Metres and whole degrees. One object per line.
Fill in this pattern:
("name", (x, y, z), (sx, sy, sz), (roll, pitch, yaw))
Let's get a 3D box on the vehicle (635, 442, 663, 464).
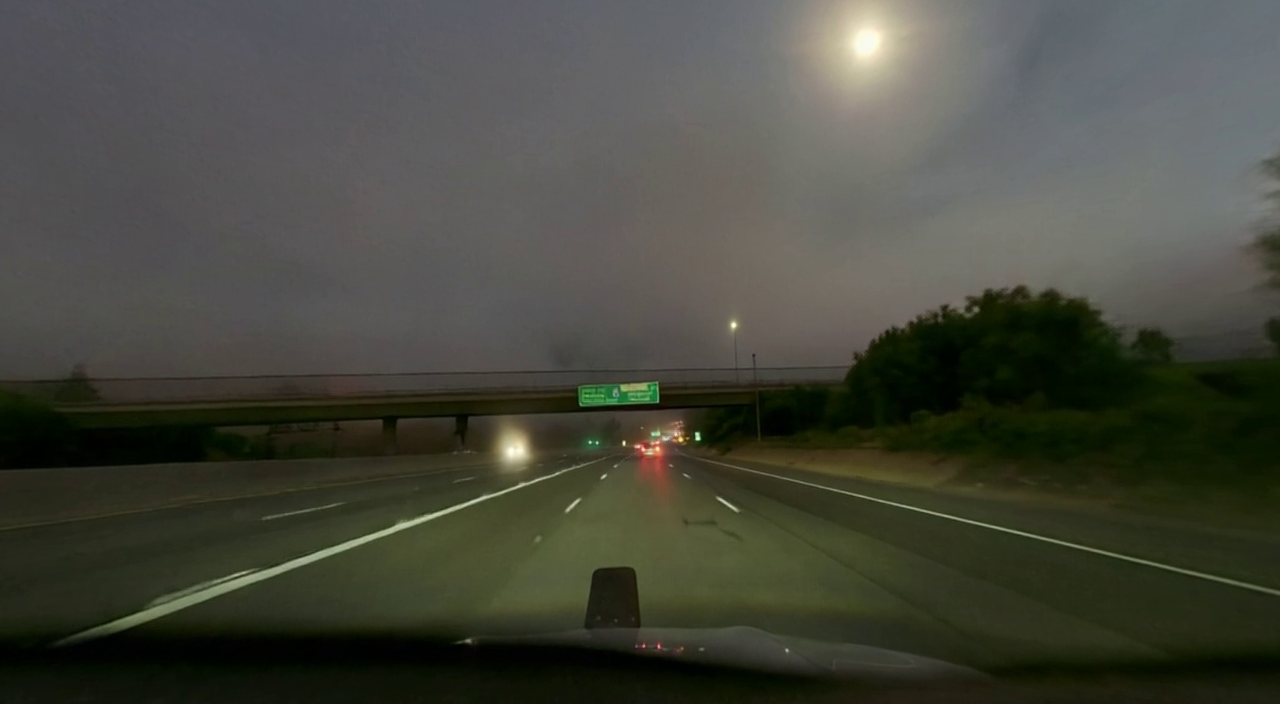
("vehicle", (0.622, 7.315, 45.846), (1.970, 1.477, 4.158), (0, -9, 0))
